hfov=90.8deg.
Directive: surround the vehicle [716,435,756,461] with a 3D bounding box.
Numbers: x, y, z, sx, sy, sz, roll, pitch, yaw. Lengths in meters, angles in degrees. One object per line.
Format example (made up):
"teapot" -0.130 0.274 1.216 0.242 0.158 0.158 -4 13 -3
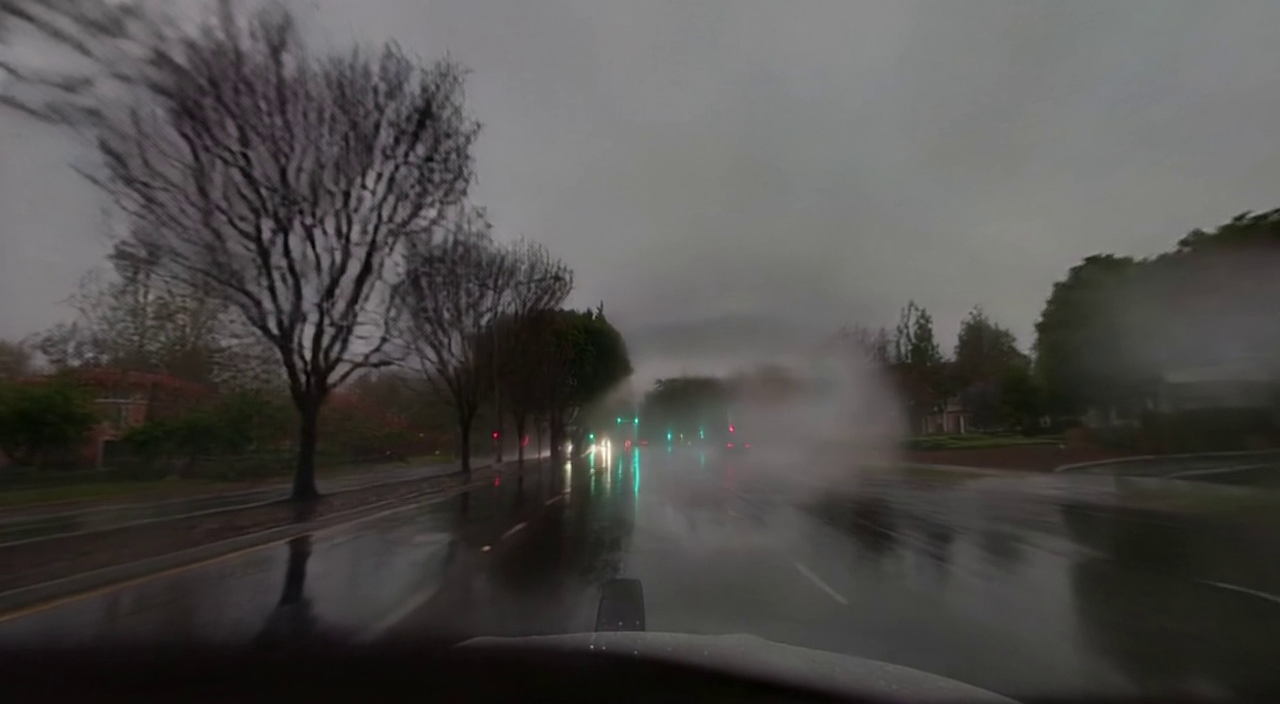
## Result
"vehicle" 6.753 6.843 44.939 2.011 1.710 4.357 0 -9 -2
